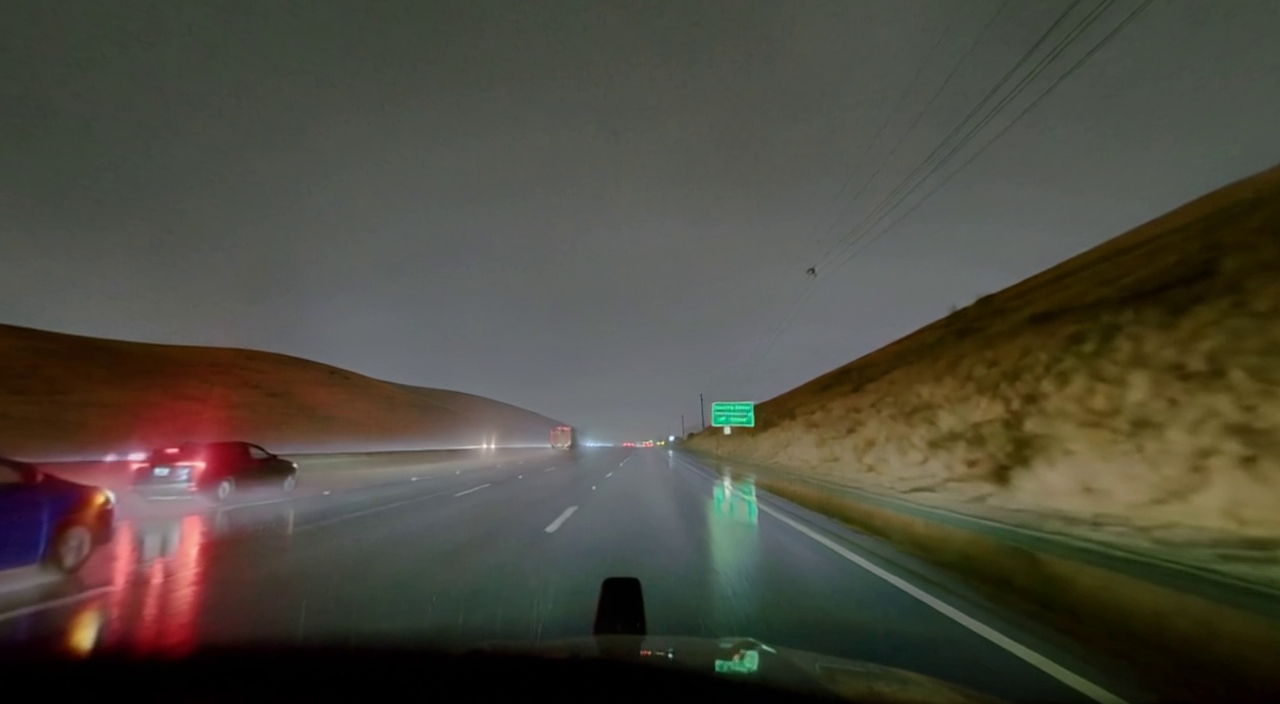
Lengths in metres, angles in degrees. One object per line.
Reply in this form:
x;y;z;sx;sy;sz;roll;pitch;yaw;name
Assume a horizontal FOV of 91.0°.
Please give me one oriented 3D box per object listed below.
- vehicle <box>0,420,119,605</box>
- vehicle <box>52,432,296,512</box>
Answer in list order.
-6.184;1.097;3.820;1.955;1.469;4.554;0;-8;4;vehicle
-10.642;2.749;15.023;1.971;1.558;4.847;0;-8;2;vehicle
